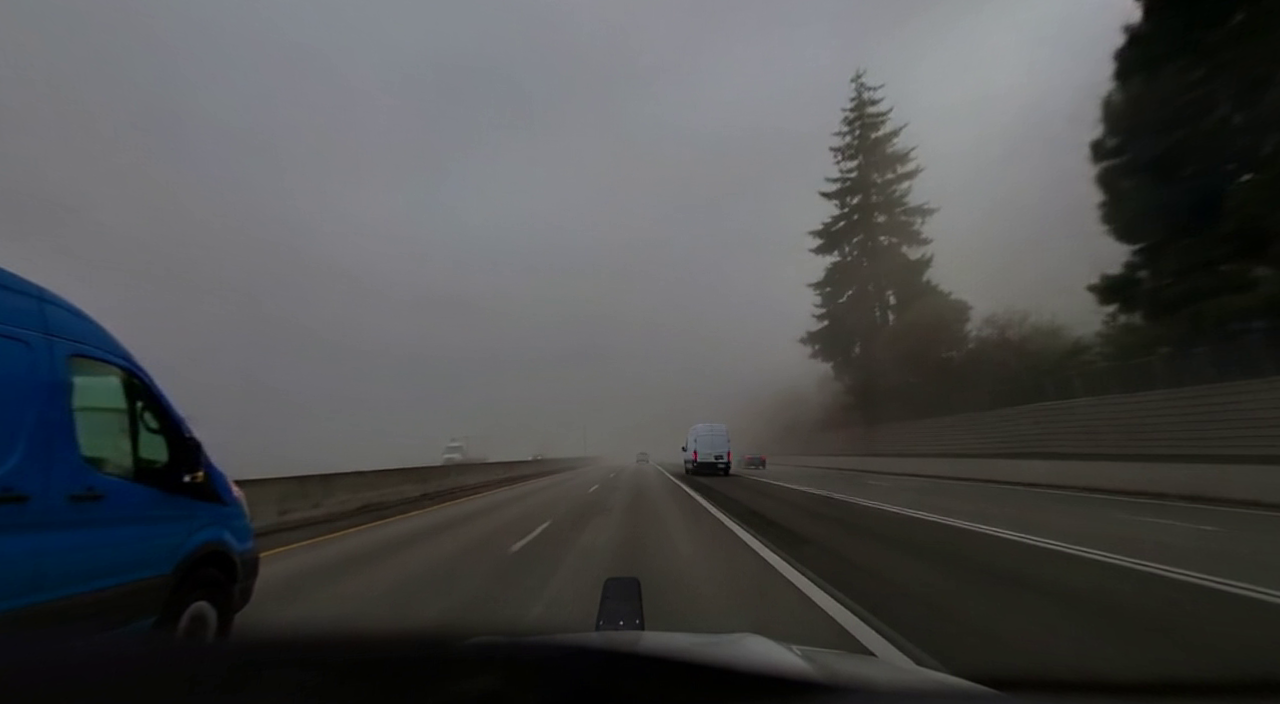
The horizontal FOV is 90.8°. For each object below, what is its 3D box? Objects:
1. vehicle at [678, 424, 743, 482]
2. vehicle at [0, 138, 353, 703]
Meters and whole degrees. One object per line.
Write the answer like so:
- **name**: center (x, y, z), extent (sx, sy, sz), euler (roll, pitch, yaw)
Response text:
- **vehicle**: center (3.313, 4.962, 31.031), extent (2.373, 2.561, 5.922), euler (0, -9, -1)
- **vehicle**: center (-3.635, 0.403, 1.993), extent (2.409, 2.523, 6.275), euler (0, -9, 1)
